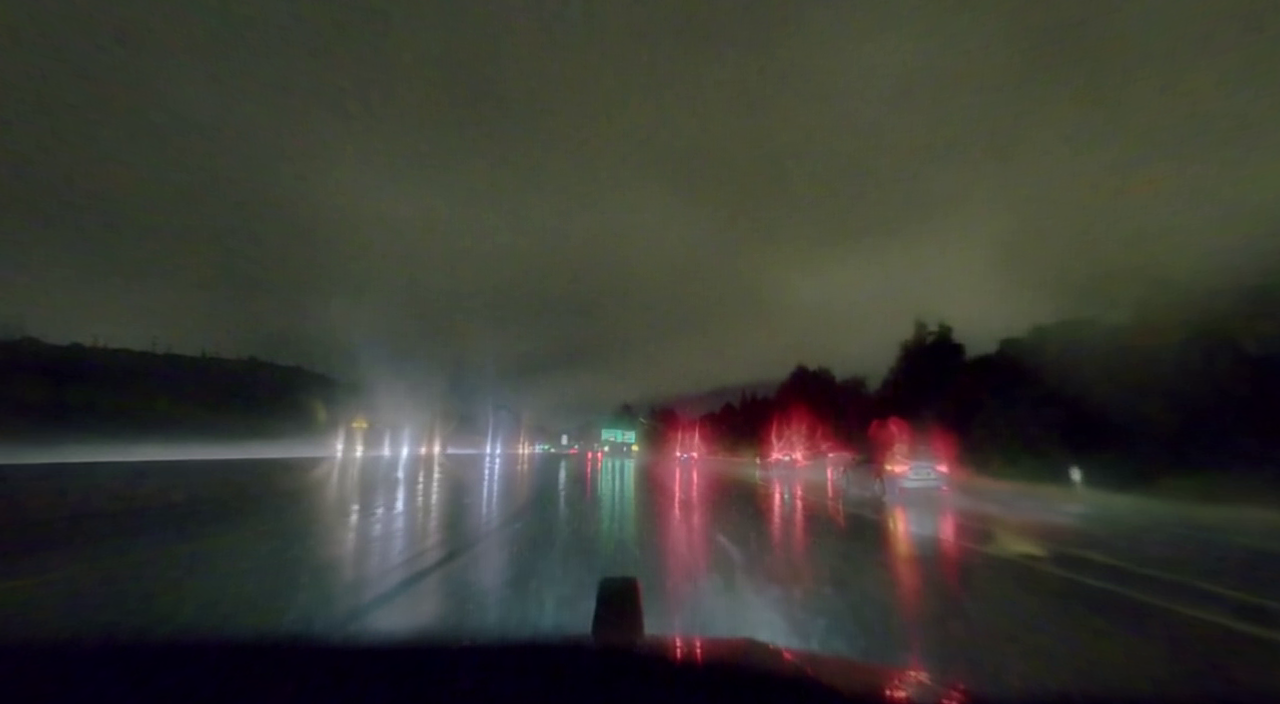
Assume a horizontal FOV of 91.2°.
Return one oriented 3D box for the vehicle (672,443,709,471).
[{"bbox_3d":[3.039,6.414,38.464,1.895,1.555,4.030,0,-9,0],"label":"vehicle"}]
